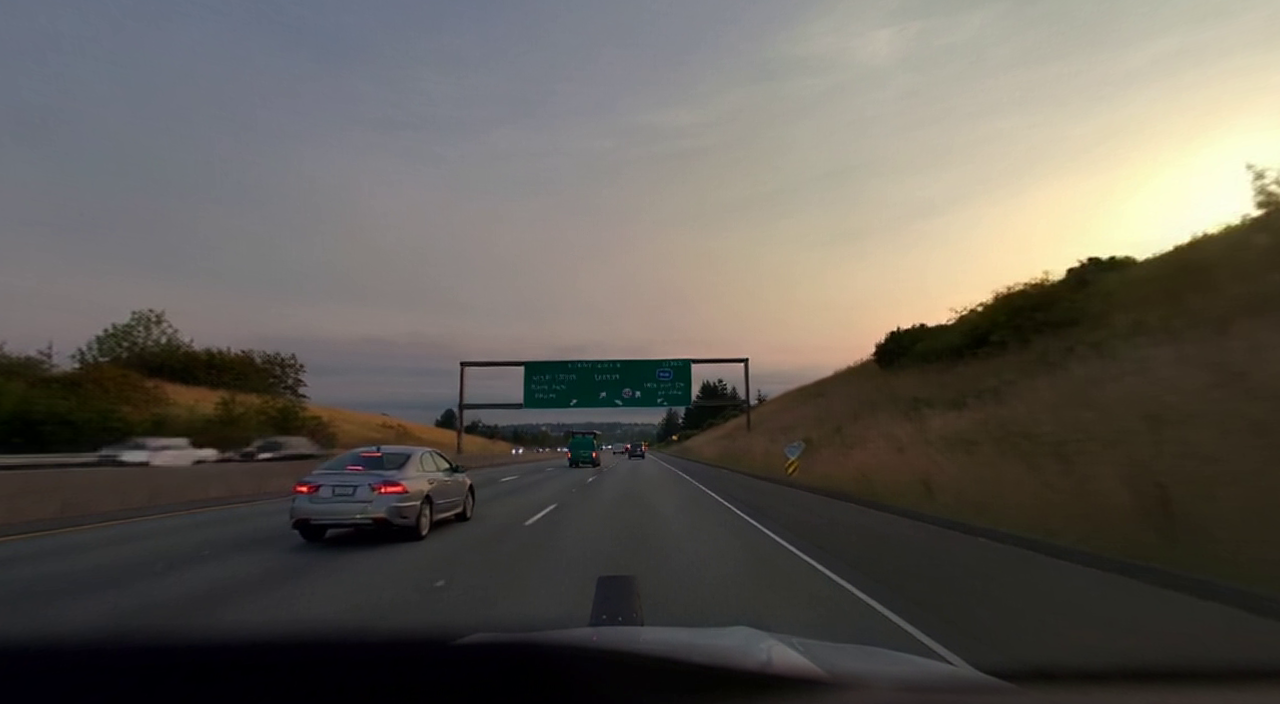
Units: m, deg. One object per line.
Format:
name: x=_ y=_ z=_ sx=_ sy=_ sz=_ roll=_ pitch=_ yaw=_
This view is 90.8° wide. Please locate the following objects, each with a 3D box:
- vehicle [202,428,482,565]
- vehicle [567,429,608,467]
vehicle: x=-3.675 y=1.846 z=8.733 sx=1.924 sy=1.436 sz=3.915 roll=0 pitch=-9 yaw=1
vehicle: x=-3.568 y=6.660 z=43.633 sx=2.290 sy=2.453 sz=5.561 roll=0 pitch=-9 yaw=1
